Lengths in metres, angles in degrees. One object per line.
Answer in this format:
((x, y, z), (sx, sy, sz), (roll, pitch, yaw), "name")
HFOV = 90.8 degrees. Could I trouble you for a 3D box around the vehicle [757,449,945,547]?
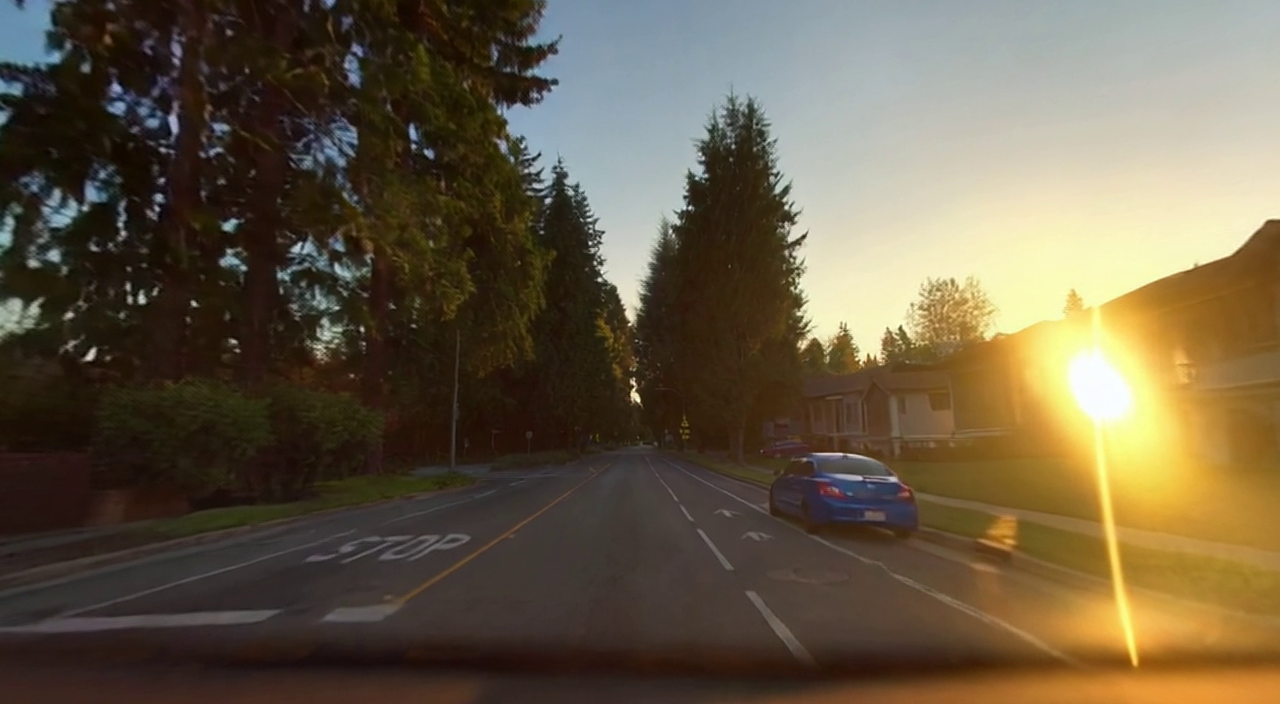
((3.714, 2.624, 12.116), (1.961, 1.472, 4.434), (0, -8, -1), "vehicle")
